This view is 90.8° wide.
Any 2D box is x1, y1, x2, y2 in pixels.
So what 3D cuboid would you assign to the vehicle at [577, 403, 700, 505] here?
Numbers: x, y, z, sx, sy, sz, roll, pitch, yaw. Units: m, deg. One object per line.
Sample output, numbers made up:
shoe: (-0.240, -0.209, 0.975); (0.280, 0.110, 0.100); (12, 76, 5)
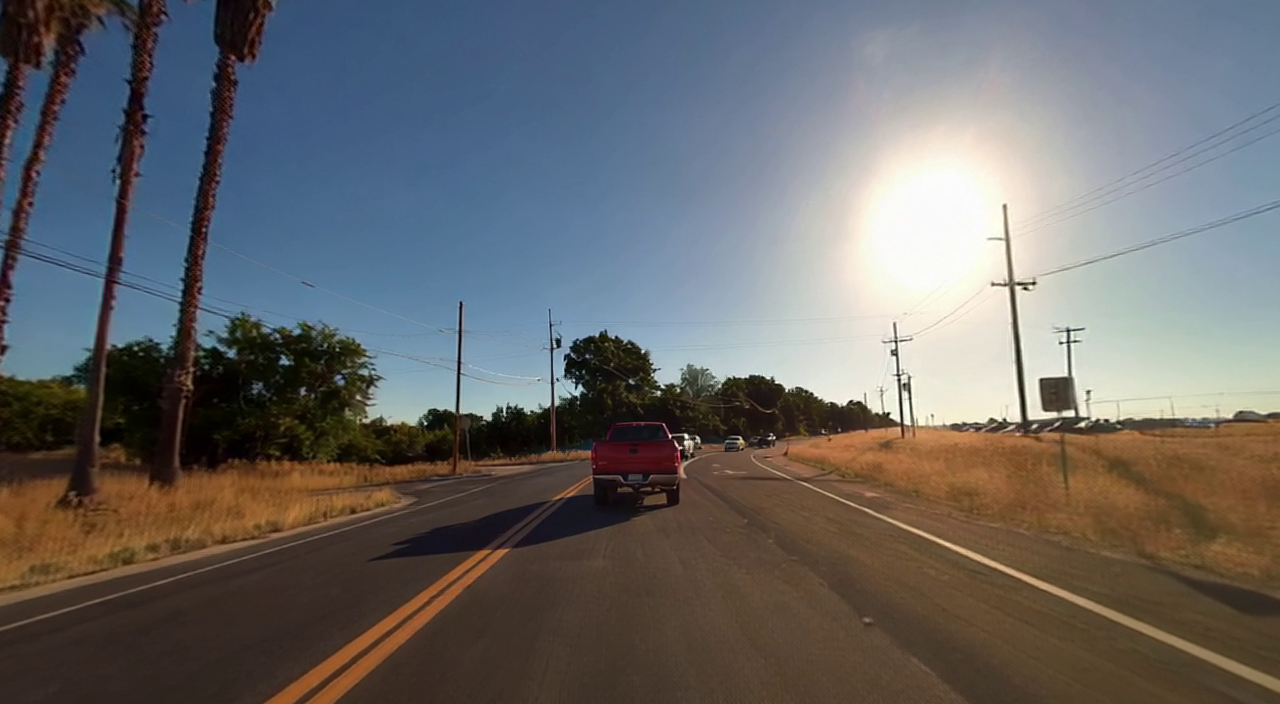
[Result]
vehicle: (-0.046, 2.675, 16.888); (2.693, 2.223, 5.885); (0, -8, 0)
